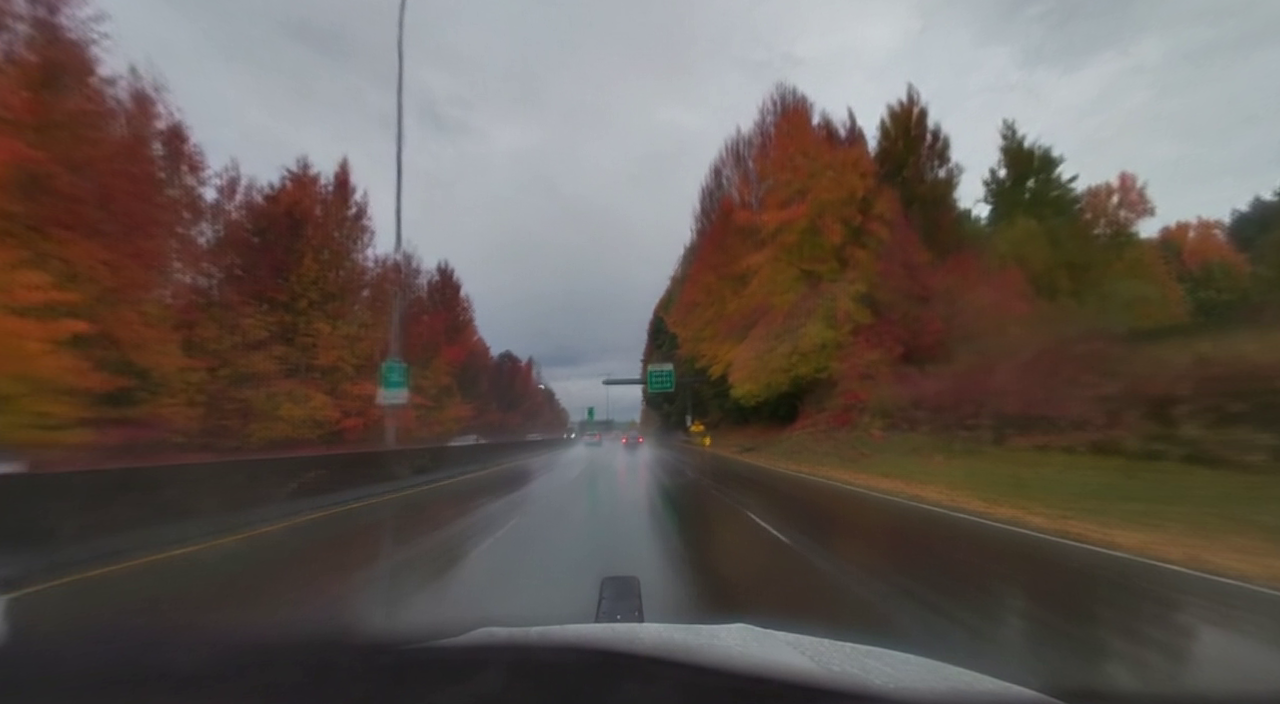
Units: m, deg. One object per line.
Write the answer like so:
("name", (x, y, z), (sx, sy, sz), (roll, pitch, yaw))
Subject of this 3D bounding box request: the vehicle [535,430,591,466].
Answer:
("vehicle", (-3.383, 4.301, 28.495), (1.989, 1.497, 4.645), (0, -8, 0))

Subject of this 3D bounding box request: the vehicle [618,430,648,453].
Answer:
("vehicle", (-0.523, 6.378, 44.900), (2.054, 1.609, 3.859), (0, -8, -1))

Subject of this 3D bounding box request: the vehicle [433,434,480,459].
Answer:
("vehicle", (-12.153, 6.277, 41.995), (1.872, 1.550, 4.089), (0, -8, 0))
